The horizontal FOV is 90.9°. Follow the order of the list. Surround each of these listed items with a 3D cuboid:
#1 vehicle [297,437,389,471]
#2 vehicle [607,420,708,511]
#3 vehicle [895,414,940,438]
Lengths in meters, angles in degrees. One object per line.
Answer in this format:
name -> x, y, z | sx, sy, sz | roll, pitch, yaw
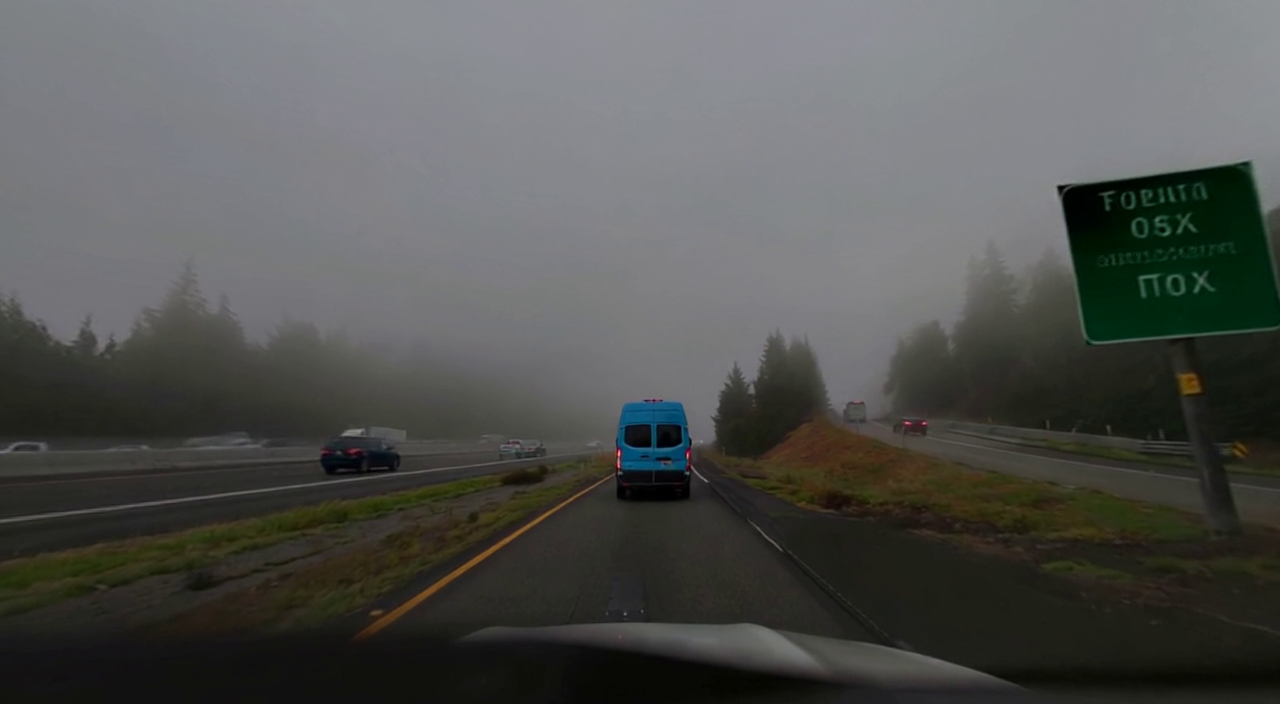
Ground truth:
vehicle -> -15.955, 5.520, 34.293 | 2.309, 1.683, 5.063 | -1, -8, 3
vehicle -> 0.330, 2.637, 15.139 | 2.043, 1.821, 4.558 | 0, -8, 0
vehicle -> 20.747, 5.603, 47.410 | 2.098, 1.654, 4.637 | -2, -8, 11
